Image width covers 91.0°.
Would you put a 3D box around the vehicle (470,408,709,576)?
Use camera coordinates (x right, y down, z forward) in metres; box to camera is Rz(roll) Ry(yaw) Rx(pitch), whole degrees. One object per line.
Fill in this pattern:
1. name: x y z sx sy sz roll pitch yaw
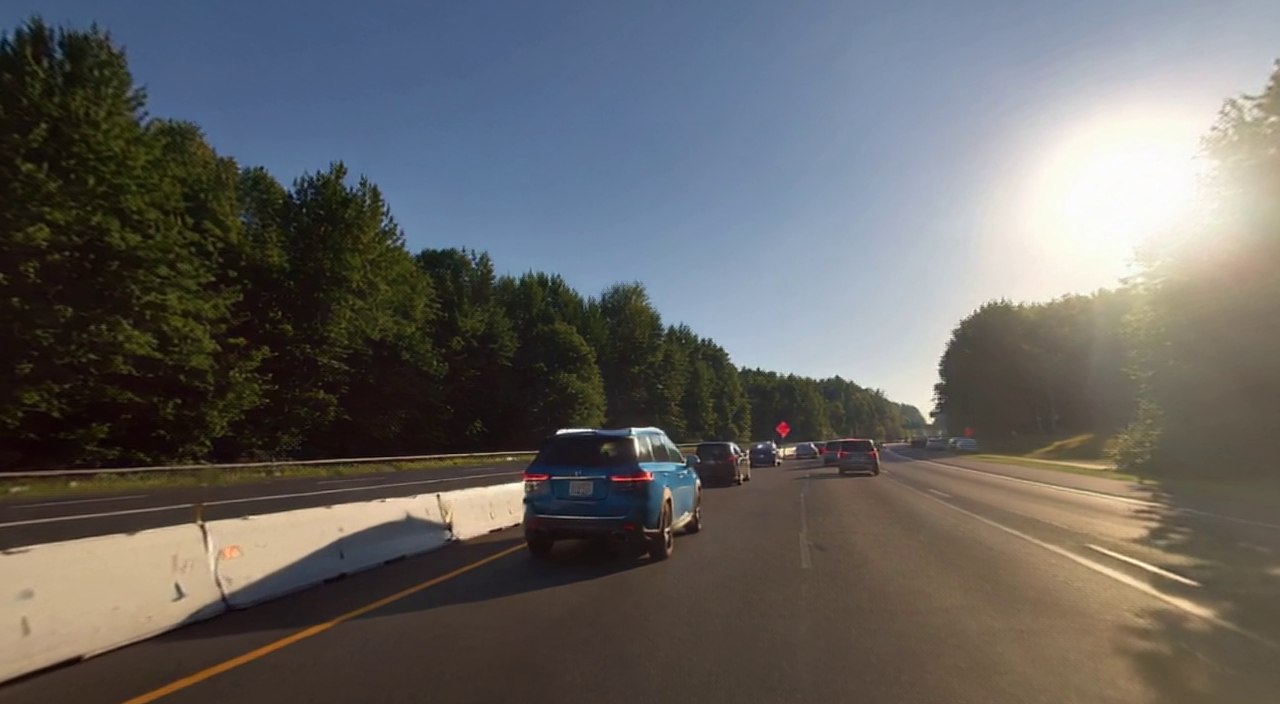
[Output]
1. vehicle: -0.340 1.700 8.457 2.021 1.635 4.085 -2 -8 13

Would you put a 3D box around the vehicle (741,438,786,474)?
1. vehicle: 5.436 4.547 27.680 1.755 1.457 3.686 -2 -8 11

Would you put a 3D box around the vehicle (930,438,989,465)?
1. vehicle: 18.879 5.904 37.404 1.990 1.478 4.475 -2 -8 13

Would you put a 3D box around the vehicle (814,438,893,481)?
1. vehicle: 7.870 3.969 23.666 1.962 1.442 4.536 -1 -8 8

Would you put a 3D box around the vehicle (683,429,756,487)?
1. vehicle: 2.621 3.357 20.150 2.017 1.662 3.543 -2 -8 11
